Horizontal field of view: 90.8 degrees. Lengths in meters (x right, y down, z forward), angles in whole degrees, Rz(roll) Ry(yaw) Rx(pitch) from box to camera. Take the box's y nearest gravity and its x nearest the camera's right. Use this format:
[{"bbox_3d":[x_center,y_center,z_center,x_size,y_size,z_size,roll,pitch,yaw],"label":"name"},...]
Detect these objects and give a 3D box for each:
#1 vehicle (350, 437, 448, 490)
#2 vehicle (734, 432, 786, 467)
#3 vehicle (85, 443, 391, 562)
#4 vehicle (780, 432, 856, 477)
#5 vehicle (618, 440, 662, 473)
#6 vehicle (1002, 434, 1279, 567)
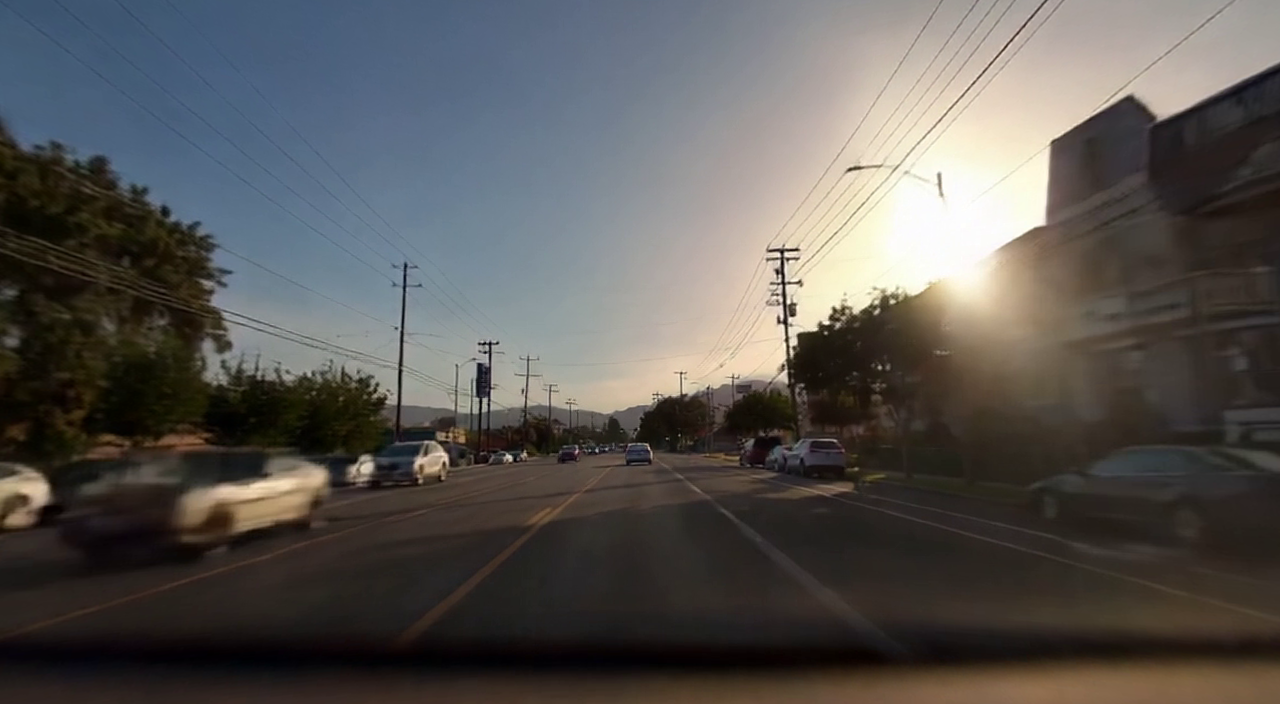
[{"bbox_3d":[-9.553,4.430,25.528,2.048,1.890,4.780,-1,-8,0],"label":"vehicle"},{"bbox_3d":[7.666,6.325,40.960,2.257,2.072,5.376,-1,-8,-1],"label":"vehicle"},{"bbox_3d":[-6.103,2.284,10.509,1.992,1.476,4.682,-1,-8,1],"label":"vehicle"},{"bbox_3d":[7.924,4.598,28.568,2.026,1.851,4.360,-1,-8,-2],"label":"vehicle"},{"bbox_3d":[-0.008,5.265,32.105,2.067,1.547,4.513,-1,-8,0],"label":"vehicle"},{"bbox_3d":[7.861,2.019,9.558,1.936,1.479,4.736,-1,-8,0],"label":"vehicle"}]
